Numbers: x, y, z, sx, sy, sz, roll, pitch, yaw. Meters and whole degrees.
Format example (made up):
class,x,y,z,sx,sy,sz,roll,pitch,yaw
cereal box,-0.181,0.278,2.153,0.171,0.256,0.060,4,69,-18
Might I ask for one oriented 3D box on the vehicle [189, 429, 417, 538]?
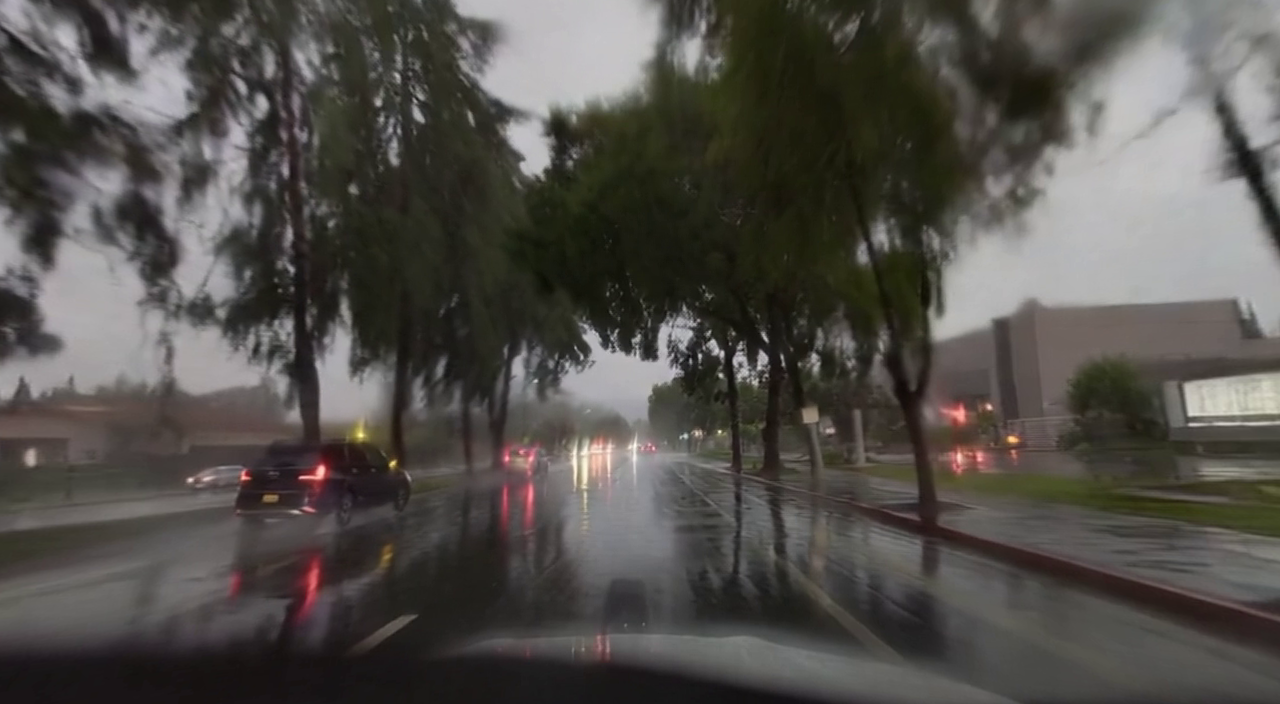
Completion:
class,x,y,z,sx,sy,sz,roll,pitch,yaw
vehicle,-6.310,2.491,12.571,2.123,1.761,4.322,0,-9,0

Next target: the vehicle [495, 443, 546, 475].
class,x,y,z,sx,sy,sz,roll,pitch,yaw
vehicle,-6.689,6.035,35.753,1.985,1.708,4.310,0,-9,0
